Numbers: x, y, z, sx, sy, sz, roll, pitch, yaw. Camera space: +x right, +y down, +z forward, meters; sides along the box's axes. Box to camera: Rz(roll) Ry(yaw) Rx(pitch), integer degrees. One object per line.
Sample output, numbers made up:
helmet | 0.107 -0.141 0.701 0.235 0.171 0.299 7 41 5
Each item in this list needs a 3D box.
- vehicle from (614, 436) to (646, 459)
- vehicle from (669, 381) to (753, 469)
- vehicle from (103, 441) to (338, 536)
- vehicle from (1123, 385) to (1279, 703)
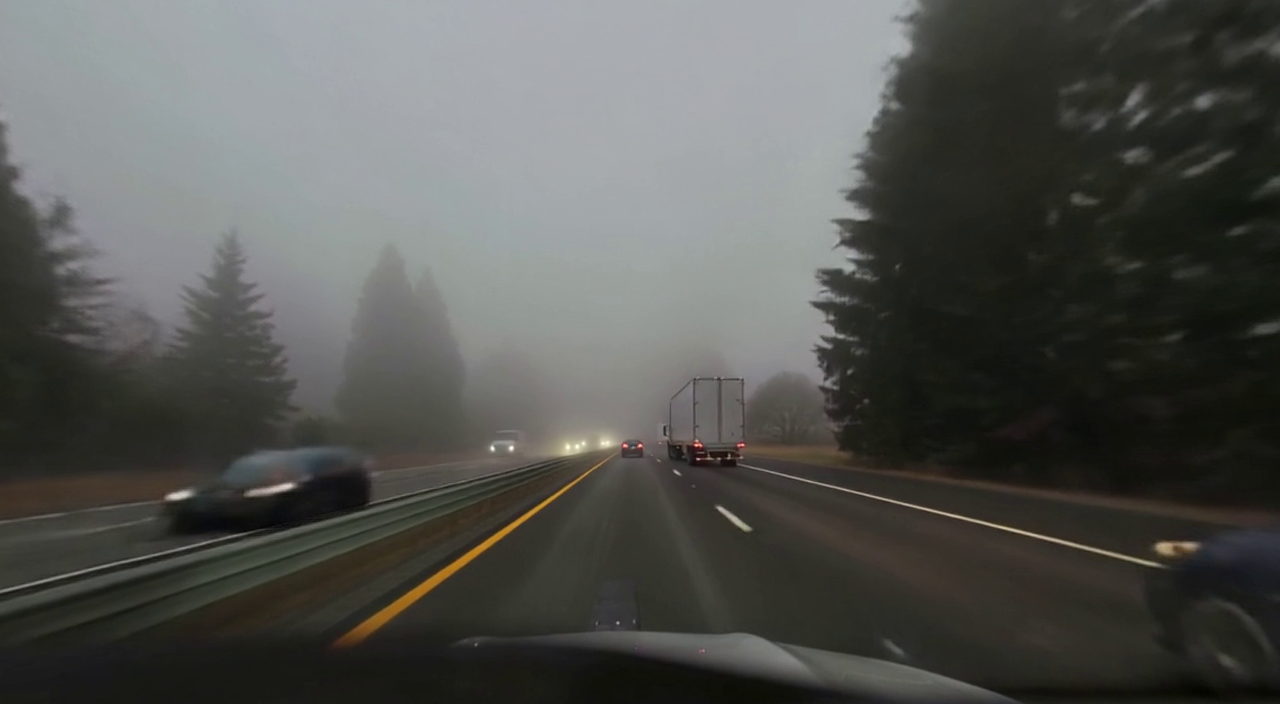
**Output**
vehicle | -0.746 6.933 45.946 2.192 1.623 4.887 0 -8 -1
vehicle | 3.552 4.223 35.524 2.919 4.004 13.911 0 -8 -1
vehicle | -7.941 2.554 12.493 1.862 1.525 4.059 0 -8 0
vehicle | 3.835 0.733 1.383 2.072 1.534 4.300 0 -8 -1
